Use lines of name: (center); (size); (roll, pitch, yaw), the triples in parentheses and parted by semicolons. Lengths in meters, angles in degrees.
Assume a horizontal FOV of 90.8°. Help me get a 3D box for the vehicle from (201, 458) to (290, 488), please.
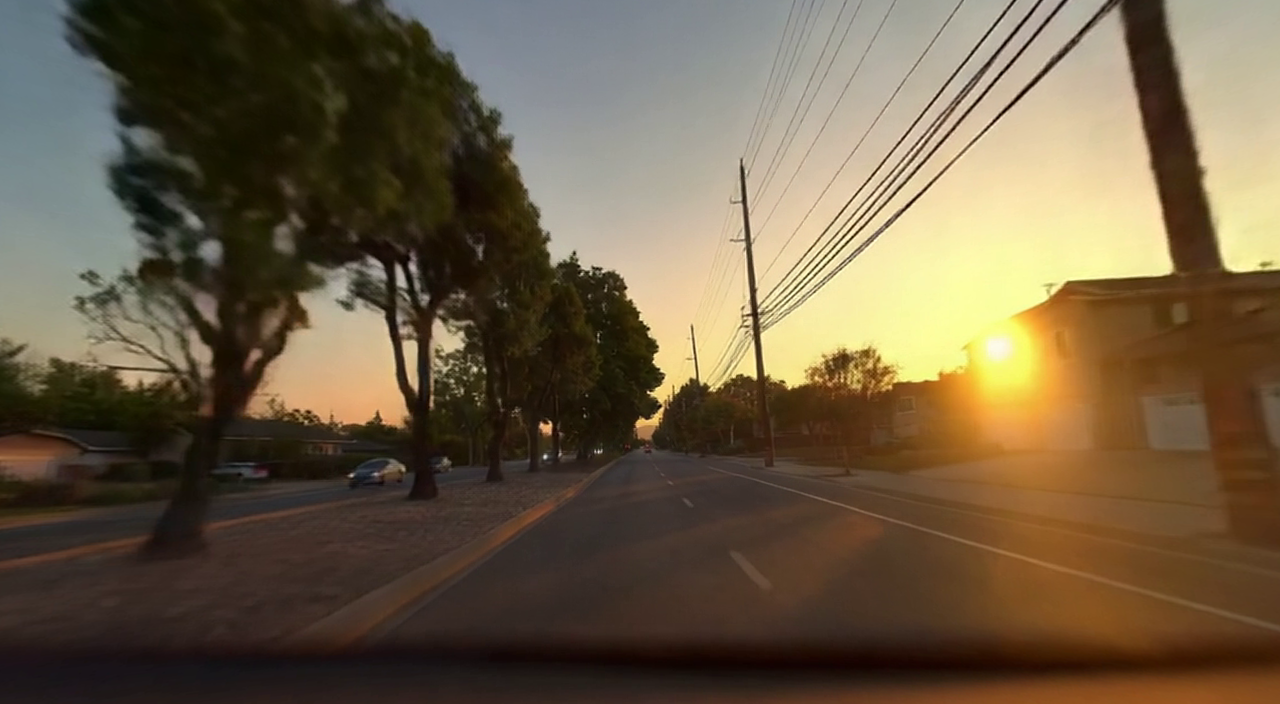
vehicle: (-27.656, 8.472, 44.403); (4.922, 1.669, 2.034); (-4, -9, -4)

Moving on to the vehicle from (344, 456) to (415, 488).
vehicle: (-13.489, 6.215, 33.030); (1.897, 1.451, 4.298); (-2, -9, 0)
